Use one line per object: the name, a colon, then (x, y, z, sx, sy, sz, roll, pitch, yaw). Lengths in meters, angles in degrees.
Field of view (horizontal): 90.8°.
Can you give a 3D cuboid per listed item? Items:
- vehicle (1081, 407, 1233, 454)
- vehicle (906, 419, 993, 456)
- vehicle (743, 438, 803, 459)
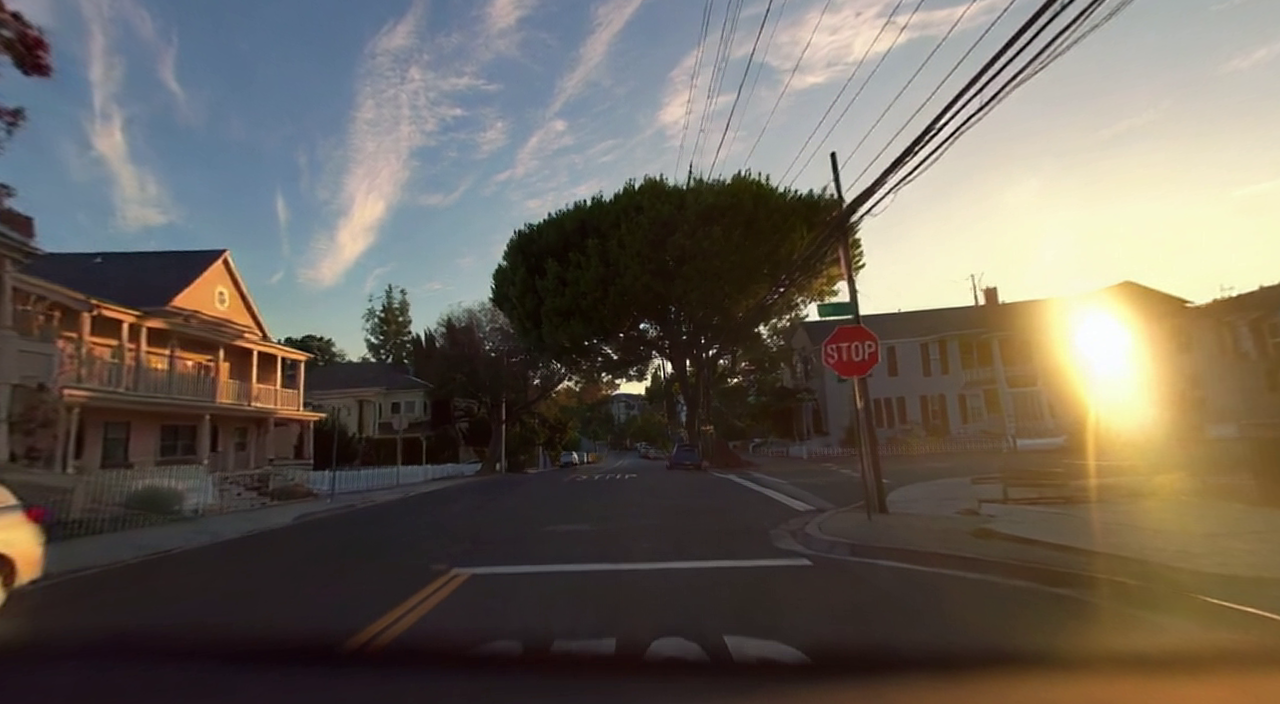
vehicle: (21.130, 3.245, 25.972, 4.466, 1.769, 2.033, 1, -8, -1)
vehicle: (15.545, 4.351, 31.992, 2.025, 1.689, 4.342, 0, -8, -2)
vehicle: (9.922, 7.215, 47.323, 4.019, 1.533, 1.769, 0, -8, 0)
